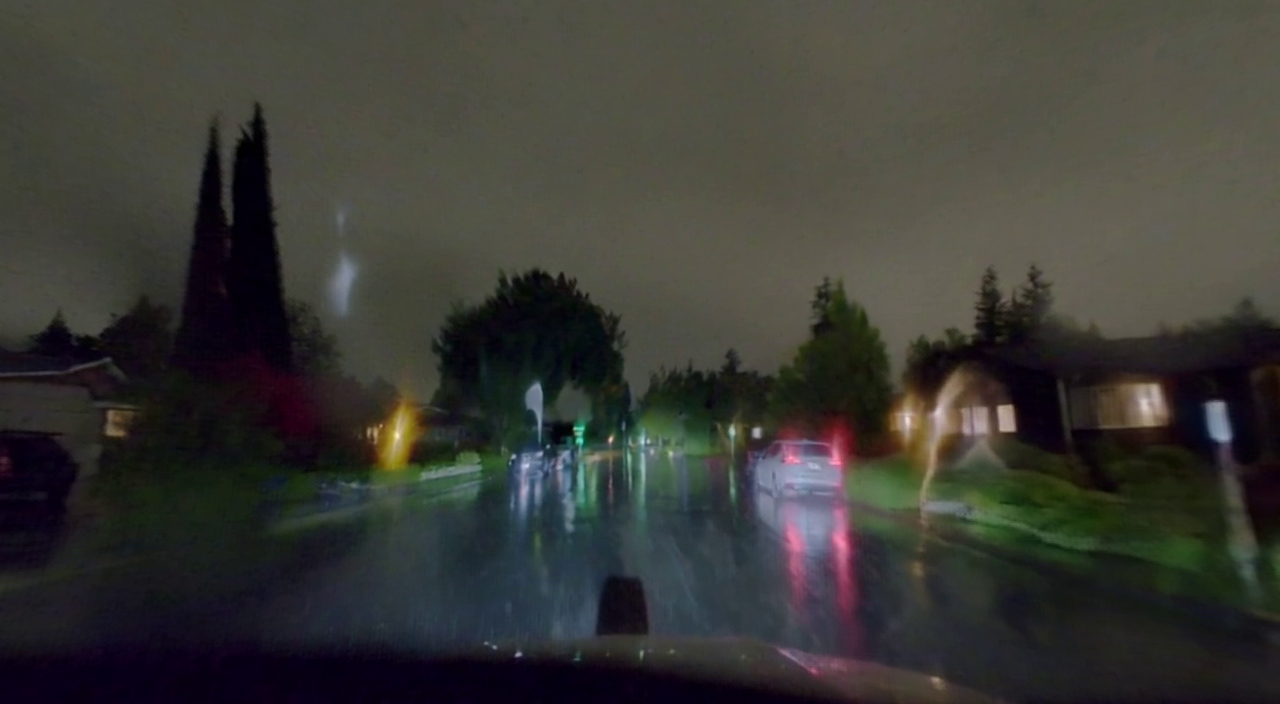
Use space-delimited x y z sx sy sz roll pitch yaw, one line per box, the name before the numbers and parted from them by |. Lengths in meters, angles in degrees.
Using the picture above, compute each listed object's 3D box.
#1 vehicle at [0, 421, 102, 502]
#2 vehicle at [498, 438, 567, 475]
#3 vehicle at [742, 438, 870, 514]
vehicle | -15.016 2.421 14.100 4.582 1.616 1.869 -2 -8 11
vehicle | -5.021 5.039 29.921 1.943 1.433 4.717 -6 -11 5
vehicle | 3.617 2.751 14.647 2.088 1.429 4.796 -1 -8 6
